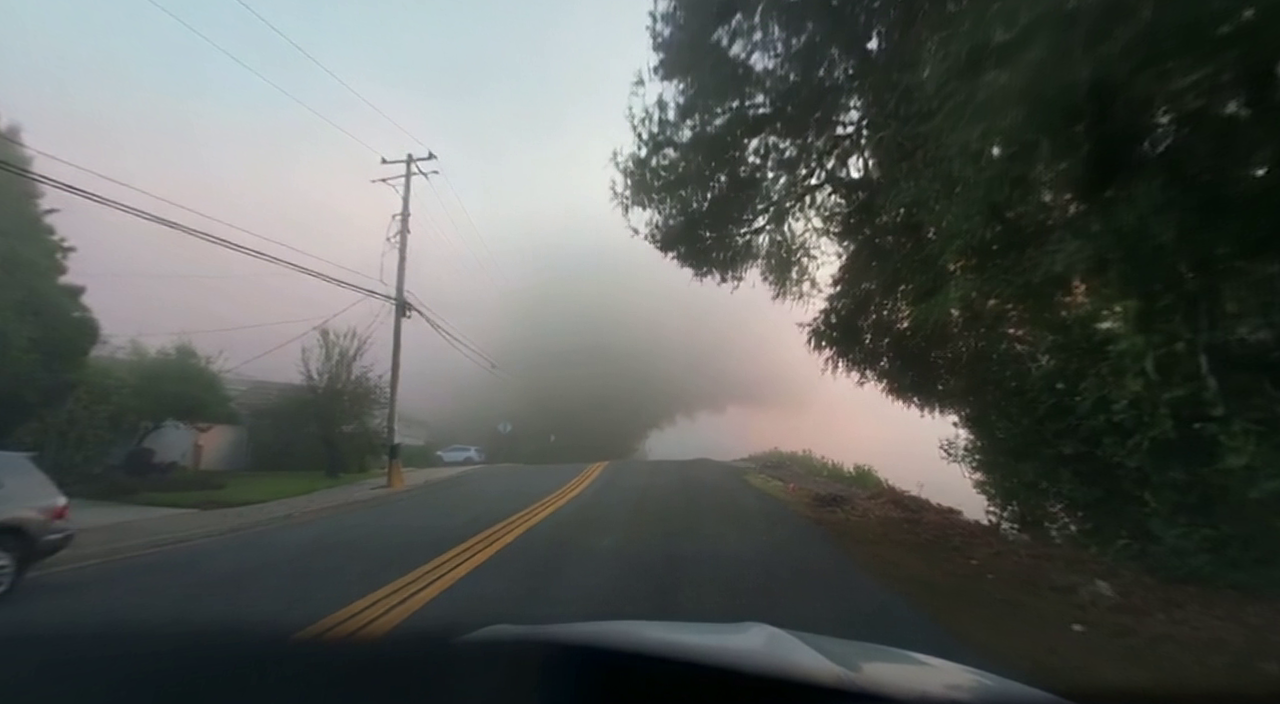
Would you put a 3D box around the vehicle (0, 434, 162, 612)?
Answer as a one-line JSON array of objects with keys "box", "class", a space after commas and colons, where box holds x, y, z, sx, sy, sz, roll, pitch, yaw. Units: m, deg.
[{"box": [-6.801, 1.440, 4.894, 2.032, 1.595, 5.289, 0, -8, 0], "class": "vehicle"}]
